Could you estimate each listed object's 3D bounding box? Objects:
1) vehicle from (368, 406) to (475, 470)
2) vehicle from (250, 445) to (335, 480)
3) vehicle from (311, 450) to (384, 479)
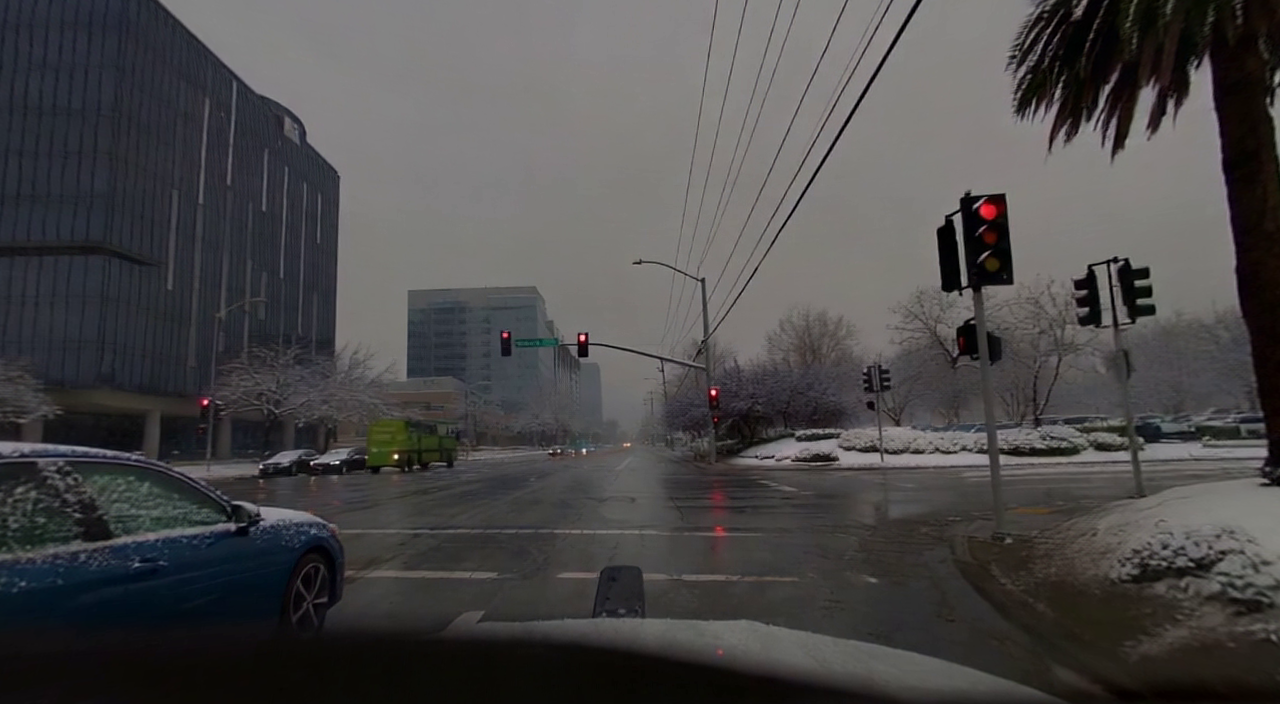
[{"bbox_3d":[-15.128,6.249,45.007,3.014,3.949,11.279,0,-9,3],"label":"vehicle"},{"bbox_3d":[-19.082,6.058,34.826,2.017,1.739,4.569,0,-9,1],"label":"vehicle"},{"bbox_3d":[-15.348,5.926,33.290,1.875,1.389,3.784,0,-9,3],"label":"vehicle"}]
